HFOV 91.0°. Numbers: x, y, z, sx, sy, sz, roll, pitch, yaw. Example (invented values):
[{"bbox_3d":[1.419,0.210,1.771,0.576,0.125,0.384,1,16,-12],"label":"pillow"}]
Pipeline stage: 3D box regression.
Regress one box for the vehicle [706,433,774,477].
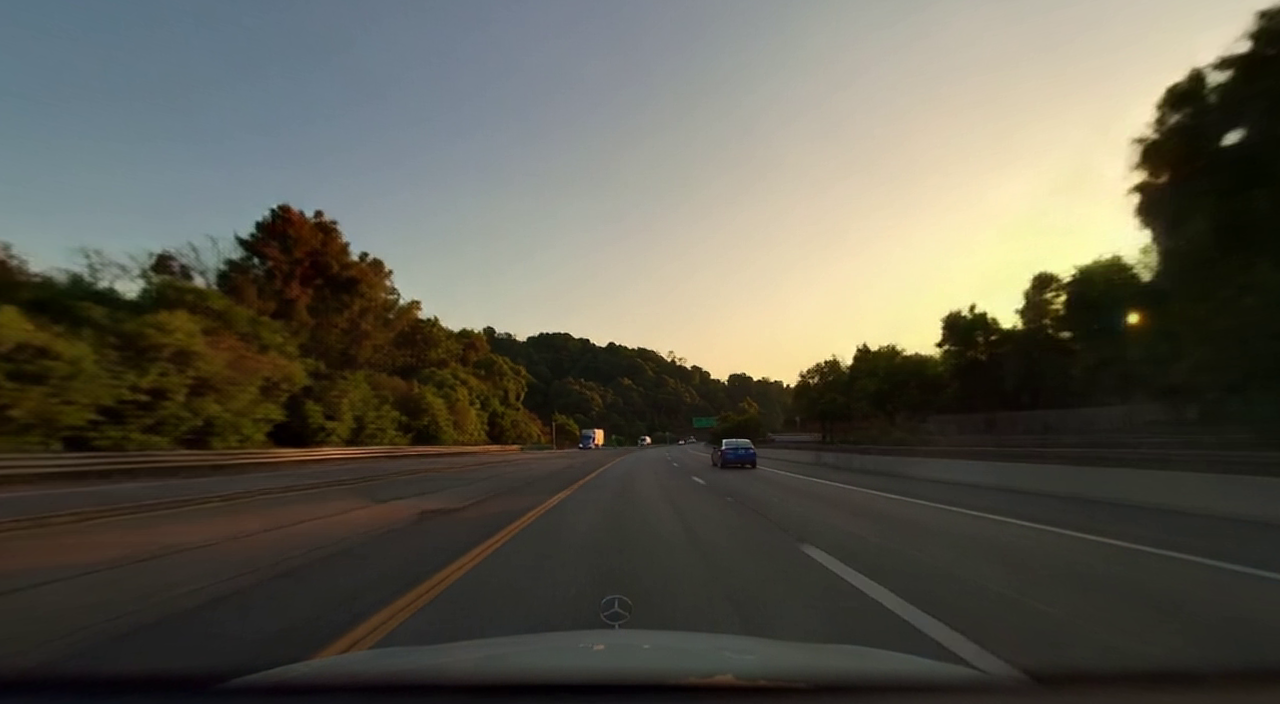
[{"bbox_3d":[4.025,4.238,26.104,2.022,1.663,4.245,0,-8,-1],"label":"vehicle"}]
